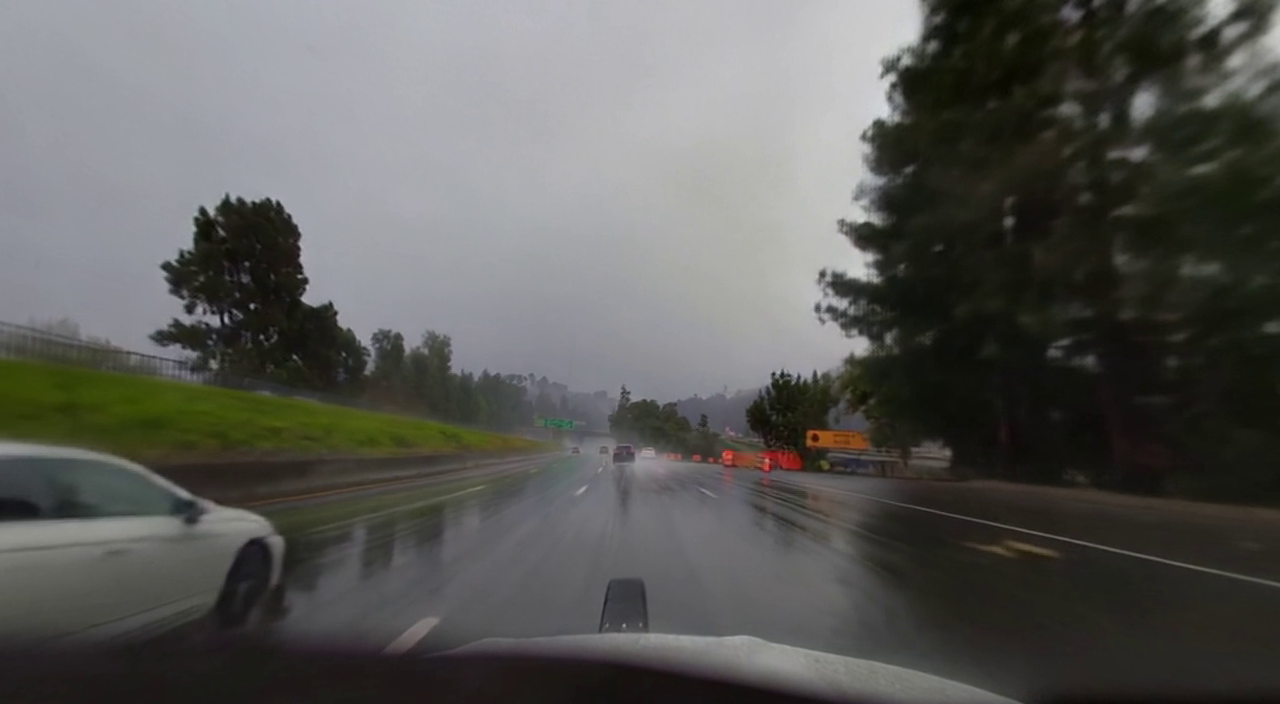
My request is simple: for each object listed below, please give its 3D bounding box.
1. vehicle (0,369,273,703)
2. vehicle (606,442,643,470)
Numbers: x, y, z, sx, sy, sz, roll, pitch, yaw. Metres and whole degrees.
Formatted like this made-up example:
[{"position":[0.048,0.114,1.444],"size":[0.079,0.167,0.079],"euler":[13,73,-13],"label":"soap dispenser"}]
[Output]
[{"position":[-3.840,0.848,2.299],"size":[2.114,1.650,4.730],"euler":[0,-8,0],"label":"vehicle"},{"position":[-1.126,7.067,43.043],"size":[2.328,1.805,4.502],"euler":[0,-8,-3],"label":"vehicle"}]
